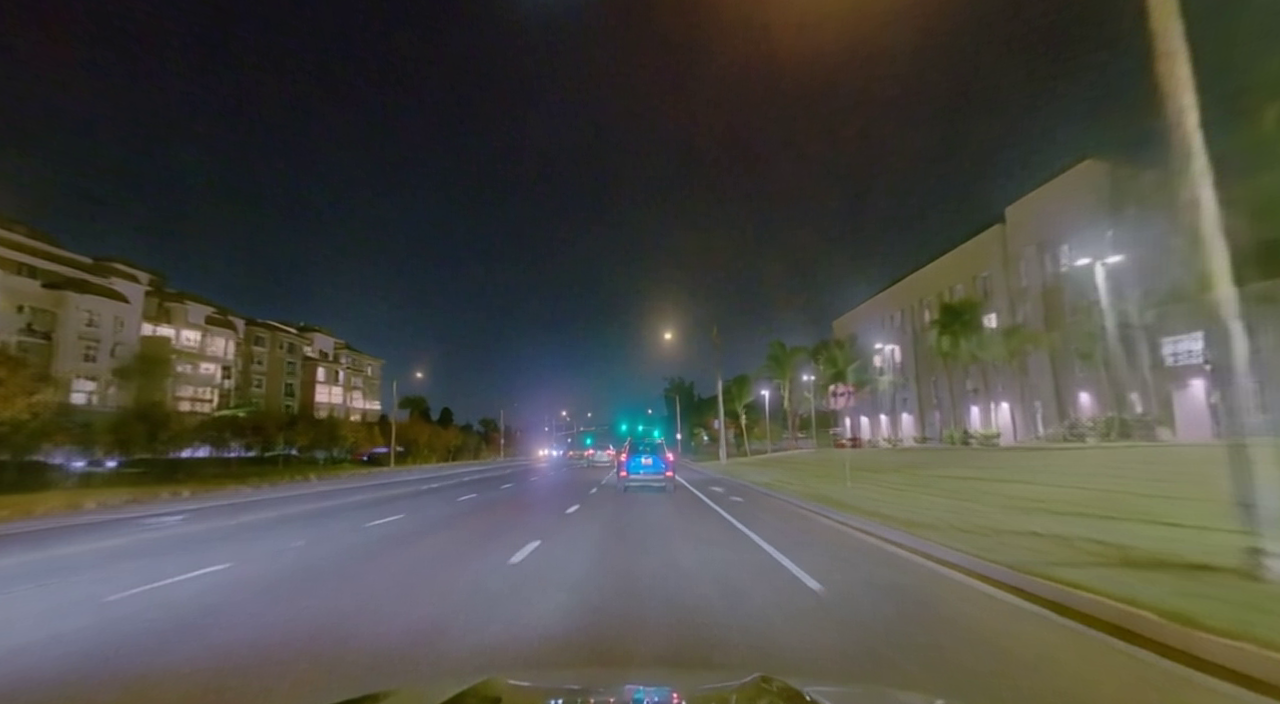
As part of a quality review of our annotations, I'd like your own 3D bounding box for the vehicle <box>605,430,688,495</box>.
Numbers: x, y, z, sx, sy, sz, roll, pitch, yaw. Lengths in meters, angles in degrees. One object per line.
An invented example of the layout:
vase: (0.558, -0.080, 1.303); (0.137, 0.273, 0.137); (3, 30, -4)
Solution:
vehicle: (0.158, 3.267, 18.930); (2.198, 1.706, 4.166); (0, -9, 0)
